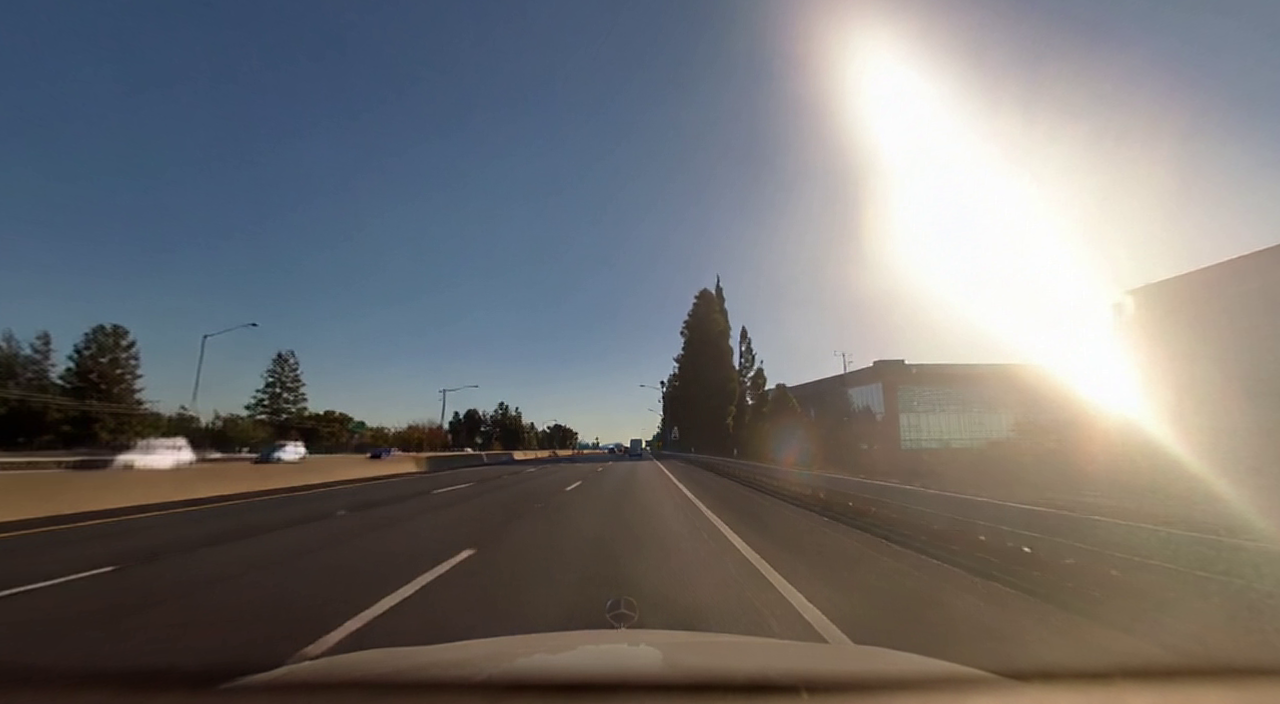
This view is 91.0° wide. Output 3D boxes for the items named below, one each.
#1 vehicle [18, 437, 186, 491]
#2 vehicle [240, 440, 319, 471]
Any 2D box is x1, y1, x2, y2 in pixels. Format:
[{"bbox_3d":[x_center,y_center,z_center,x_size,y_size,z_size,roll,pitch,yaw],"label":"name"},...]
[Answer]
[{"bbox_3d":[-19.396,4.039,23.066,2.064,1.750,4.641,0,-9,-1],"label":"vehicle"},{"bbox_3d":[-23.160,6.668,40.674,2.105,1.887,4.821,0,-9,1],"label":"vehicle"}]
